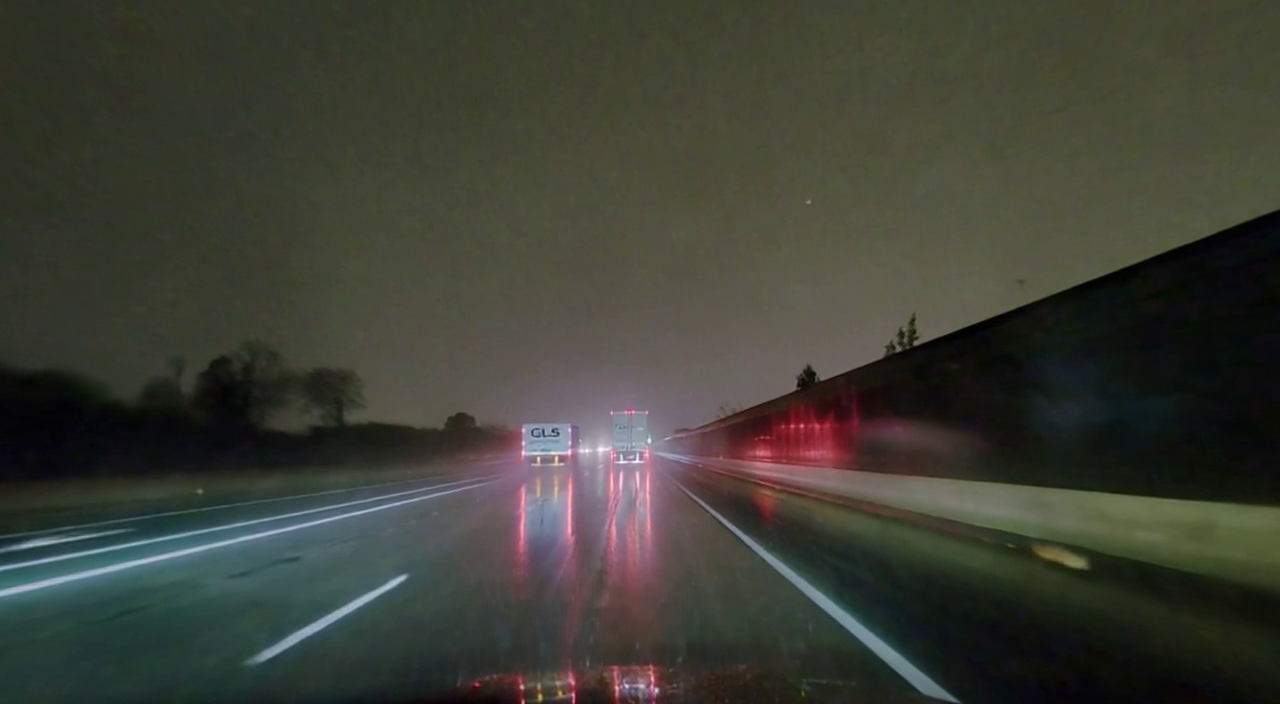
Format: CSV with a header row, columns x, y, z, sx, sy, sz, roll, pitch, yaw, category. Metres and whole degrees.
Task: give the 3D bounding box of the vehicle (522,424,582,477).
x,y,z,sx,sy,sz,roll,pitch,yaw,category
-4.780,5.491,35.039,2.529,2.697,5.935,0,-9,-1,vehicle
